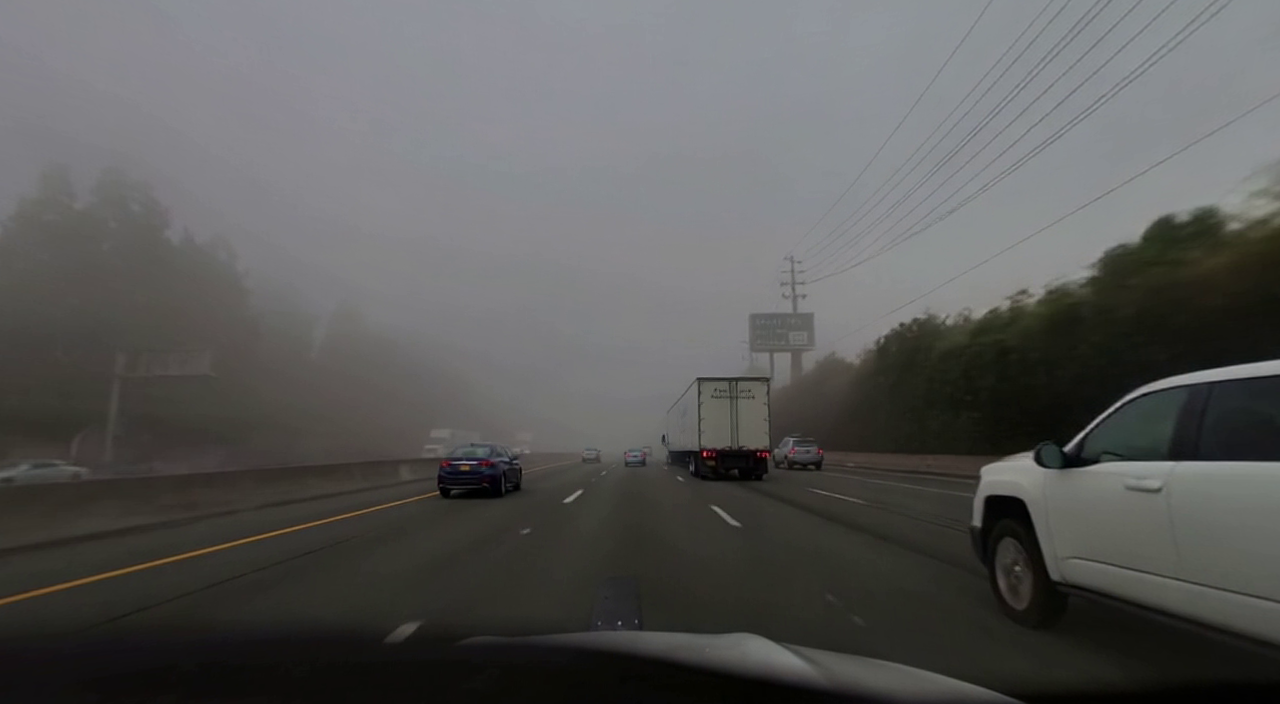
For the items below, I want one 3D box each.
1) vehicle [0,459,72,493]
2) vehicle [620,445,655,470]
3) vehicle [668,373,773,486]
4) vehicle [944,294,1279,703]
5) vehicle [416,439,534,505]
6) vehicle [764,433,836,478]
[{"bbox_3d":[-30.315,5.925,30.249,1.956,1.447,4.610,0,-8,-4],"label":"vehicle"},{"bbox_3d":[-0.136,6.472,38.862,2.047,1.485,3.938,0,-8,1],"label":"vehicle"},{"bbox_3d":[3.304,3.990,31.145,2.907,4.109,16.177,0,-8,-1],"label":"vehicle"},{"bbox_3d":[3.375,0.721,2.185,2.132,1.869,4.978,0,-8,0],"label":"vehicle"},{"bbox_3d":[-4.115,3.038,16.394,1.968,1.507,3.829,0,-8,1],"label":"vehicle"},{"bbox_3d":[7.353,4.787,29.408,2.079,1.938,4.630,0,-8,-1],"label":"vehicle"}]
